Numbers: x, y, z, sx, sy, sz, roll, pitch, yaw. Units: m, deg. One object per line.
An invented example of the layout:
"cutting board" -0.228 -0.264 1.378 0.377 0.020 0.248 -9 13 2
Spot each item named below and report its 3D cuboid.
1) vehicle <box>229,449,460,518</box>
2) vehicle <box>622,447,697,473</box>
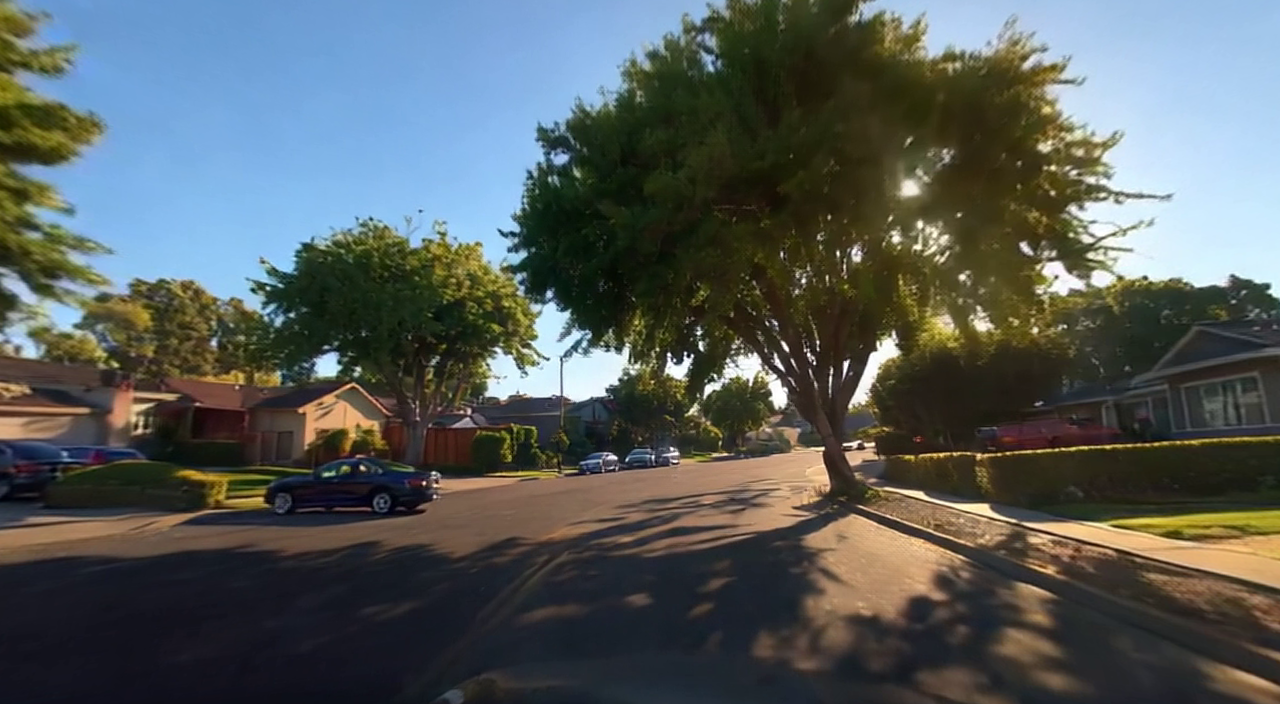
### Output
"vehicle" -6.964 3.095 15.162 4.653 1.480 1.871 -1 -9 7
"vehicle" 1.346 7.233 42.551 4.692 1.660 1.879 -3 -9 18
